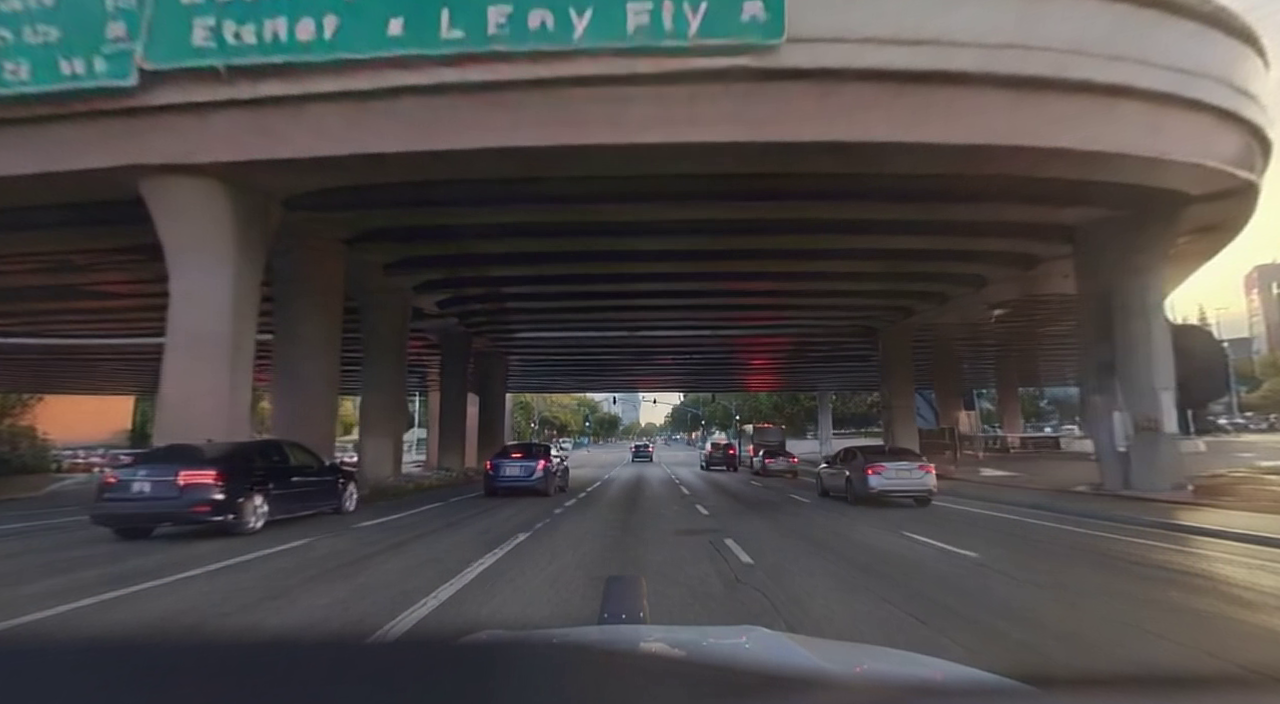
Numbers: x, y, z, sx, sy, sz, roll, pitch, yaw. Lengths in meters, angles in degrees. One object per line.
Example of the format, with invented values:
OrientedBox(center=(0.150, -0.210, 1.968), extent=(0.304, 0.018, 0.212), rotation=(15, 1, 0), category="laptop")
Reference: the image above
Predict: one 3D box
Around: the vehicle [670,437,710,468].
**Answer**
OrientedBox(center=(2.992, 6.185, 38.747), extent=(2.034, 1.762, 4.420), rotation=(0, -8, -1), category="vehicle")

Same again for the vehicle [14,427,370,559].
OrientedBox(center=(-6.110, 1.948, 9.456), extent=(2.070, 1.488, 4.376), rotation=(0, -8, 1), category="vehicle")

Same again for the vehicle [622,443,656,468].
OrientedBox(center=(-0.060, 6.305, 38.393), extent=(2.026, 1.453, 3.780), rotation=(0, -8, 0), category="vehicle")

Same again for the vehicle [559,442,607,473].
OrientedBox(center=(-2.809, 5.328, 31.944), extent=(1.980, 1.491, 4.351), rotation=(0, -8, 1), category="vehicle")

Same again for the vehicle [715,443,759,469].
OrientedBox(center=(5.940, 6.382, 38.827), extent=(1.924, 1.527, 4.268), rotation=(0, -8, -2), category="vehicle")

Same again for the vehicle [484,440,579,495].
OrientedBox(center=(-3.143, 3.449, 19.111), extent=(2.041, 1.466, 4.212), rotation=(0, -8, 1), category="vehicle")

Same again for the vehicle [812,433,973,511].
OrientedBox(center=(5.962, 2.875, 15.539), extent=(2.056, 1.624, 4.498), rotation=(0, -8, -1), category="vehicle")
